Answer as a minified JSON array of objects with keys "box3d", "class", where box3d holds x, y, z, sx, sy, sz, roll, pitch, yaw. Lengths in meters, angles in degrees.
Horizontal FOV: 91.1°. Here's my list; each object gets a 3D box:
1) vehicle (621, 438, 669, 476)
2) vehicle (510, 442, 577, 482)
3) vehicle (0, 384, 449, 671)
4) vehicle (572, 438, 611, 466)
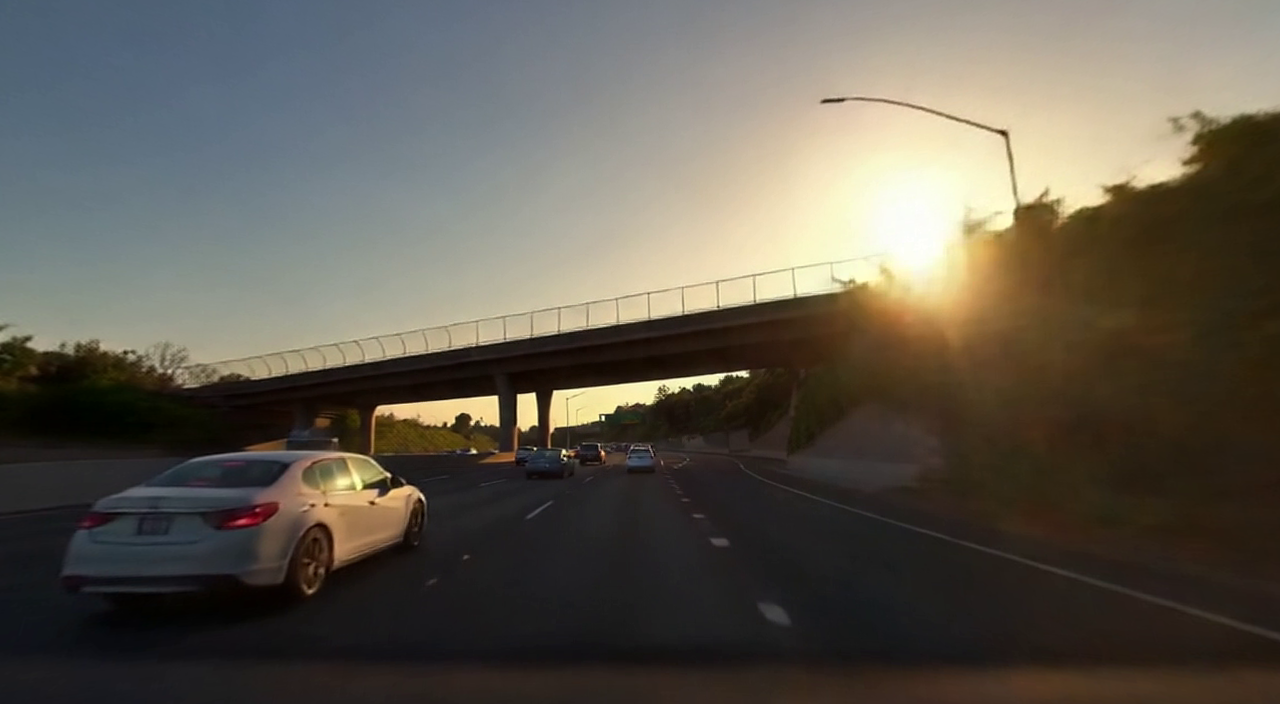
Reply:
[{"box3d":[0.232,5.026,30.429,2.160,1.678,4.178,0,-8,0],"class":"vehicle"},{"box3d":[-3.879,4.478,25.945,1.997,1.490,4.471,0,-8,1],"class":"vehicle"},{"box3d":[-3.685,1.401,6.188,2.161,1.759,4.482,0,-8,0],"class":"vehicle"},{"box3d":[-3.304,6.877,43.499,2.237,1.841,4.683,0,-8,1],"class":"vehicle"}]
